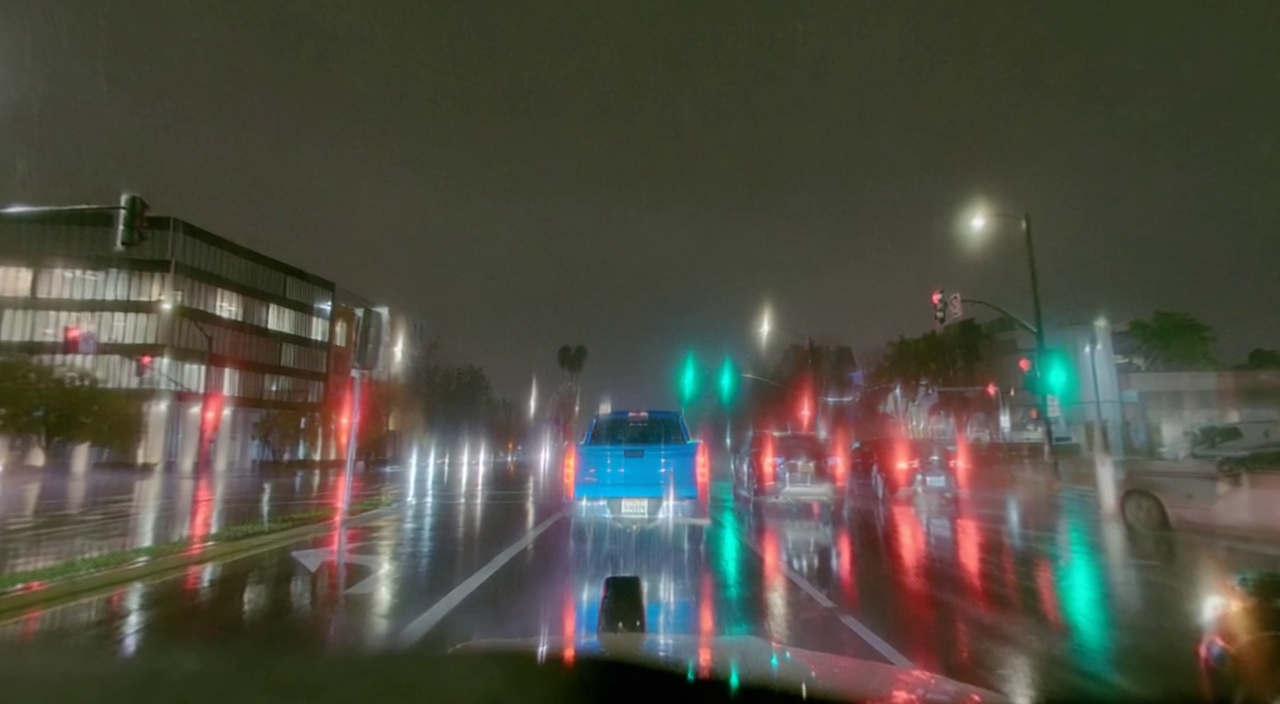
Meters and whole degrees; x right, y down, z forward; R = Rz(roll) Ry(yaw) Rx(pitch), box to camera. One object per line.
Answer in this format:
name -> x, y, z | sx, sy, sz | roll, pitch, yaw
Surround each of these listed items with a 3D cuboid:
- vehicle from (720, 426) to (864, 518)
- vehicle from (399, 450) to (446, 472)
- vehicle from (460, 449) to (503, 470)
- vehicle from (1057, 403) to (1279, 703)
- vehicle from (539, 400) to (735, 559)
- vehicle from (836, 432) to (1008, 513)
vehicle -> 3.188, 2.620, 14.323 | 2.013, 1.742, 4.424 | 0, -8, -2
vehicle -> -15.835, 7.932, 46.208 | 1.915, 1.491, 4.347 | 0, -8, 0
vehicle -> -11.764, 7.962, 47.078 | 1.989, 1.459, 4.667 | 0, -8, 0
vehicle -> 3.244, 0.749, 1.074 | 2.057, 1.463, 4.365 | 0, -8, 0
vehicle -> -0.124, 1.859, 9.922 | 2.344, 1.883, 4.572 | 0, -8, -2
vehicle -> 6.489, 2.799, 15.196 | 2.002, 1.651, 4.305 | 0, -8, -2
